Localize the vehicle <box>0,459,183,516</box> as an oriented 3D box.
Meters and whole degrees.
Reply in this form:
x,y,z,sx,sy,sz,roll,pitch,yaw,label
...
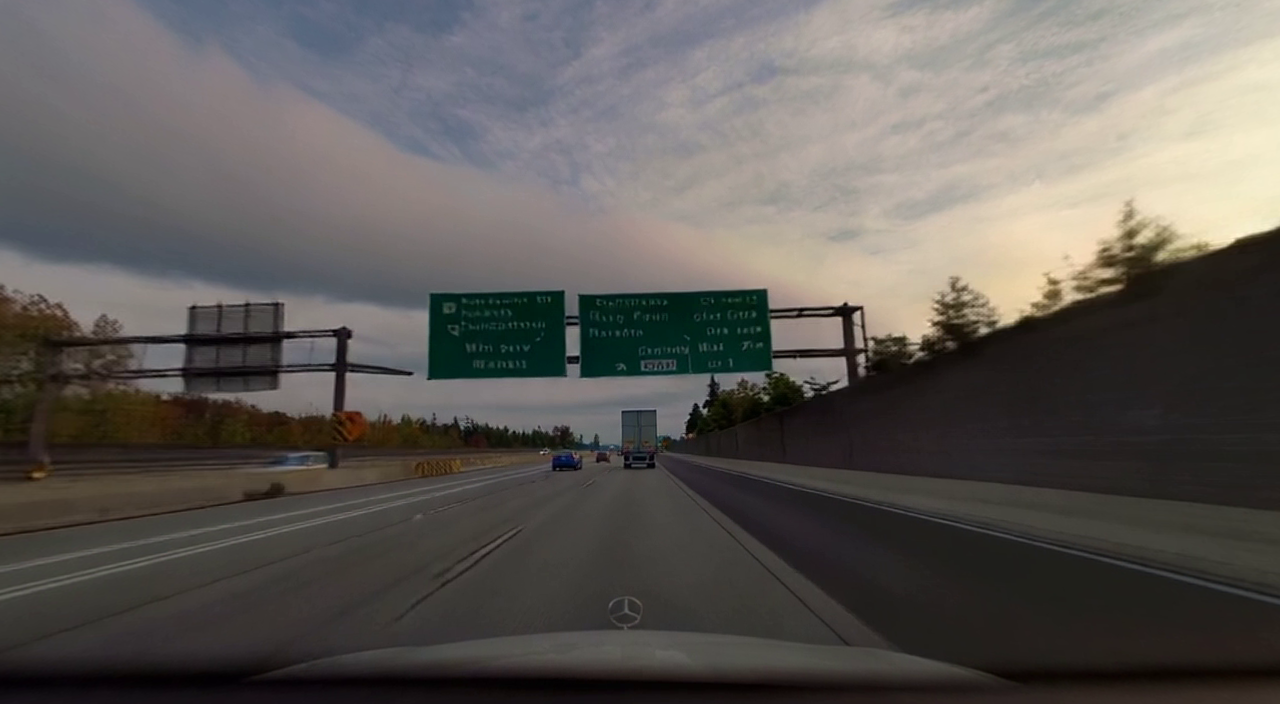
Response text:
x,y,z,sx,sy,sz,roll,pitch,yaw,label
-16.628,4.046,19.355,1.813,1.452,4.446,0,-9,0,vehicle

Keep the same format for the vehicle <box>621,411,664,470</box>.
x,y,z,sx,sy,sz,roll,pitch,yaw,label
0.242,6.903,48.764,2.980,4.051,10.359,0,-9,0,vehicle

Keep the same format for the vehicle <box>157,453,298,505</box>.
x,y,z,sx,sy,sz,roll,pitch,yaw,label
-12.957,3.972,20.149,1.797,1.436,3.926,0,-9,1,vehicle

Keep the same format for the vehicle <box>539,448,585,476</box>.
x,y,z,sx,sy,sz,roll,pitch,yaw,label
-4.457,6.370,36.743,1.977,1.478,4.702,0,-9,1,vehicle
